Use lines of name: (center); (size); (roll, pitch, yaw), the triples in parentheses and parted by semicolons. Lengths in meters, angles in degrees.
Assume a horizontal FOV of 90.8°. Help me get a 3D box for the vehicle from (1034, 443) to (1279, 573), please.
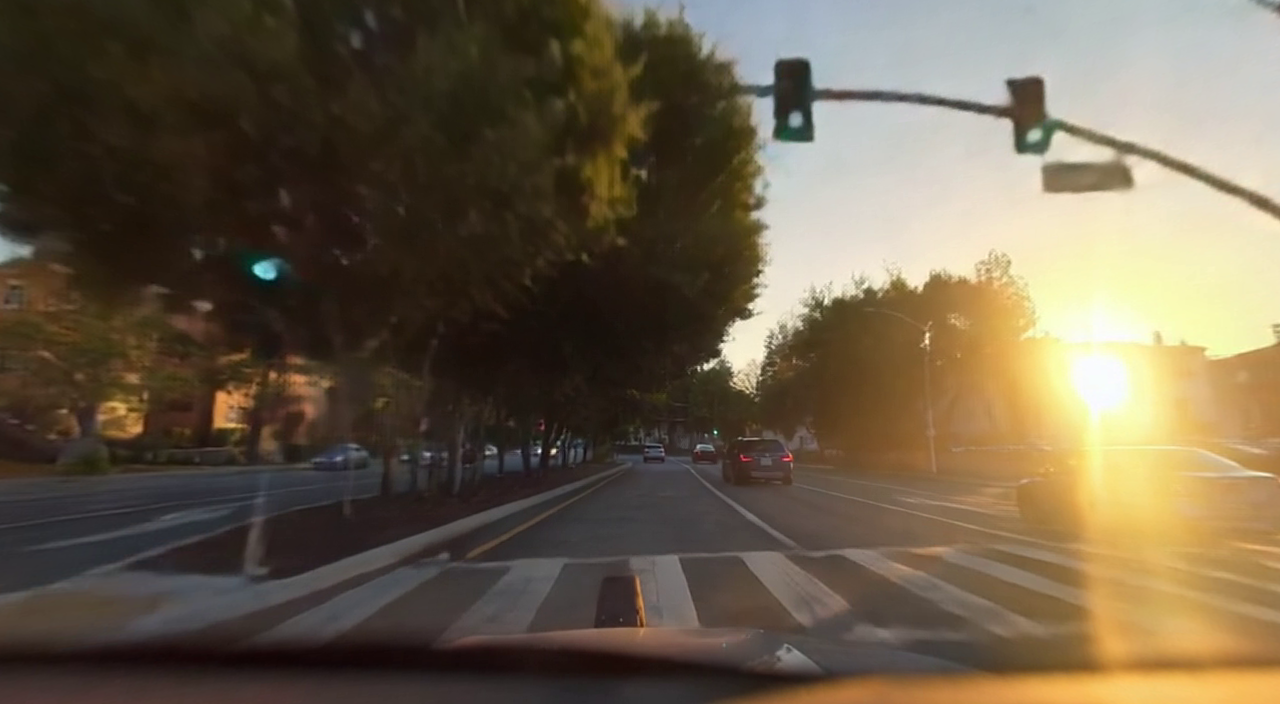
vehicle: (8.257, 2.127, 9.489); (1.949, 1.492, 4.103); (0, -8, -1)

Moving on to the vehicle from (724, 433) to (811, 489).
vehicle: (4.530, 3.955, 23.269); (2.209, 1.813, 4.724); (0, -8, 0)

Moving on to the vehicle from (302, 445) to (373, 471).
vehicle: (-18.318, 6.414, 38.529); (1.865, 1.499, 4.789); (0, -8, 2)

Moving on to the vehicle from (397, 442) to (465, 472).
vehicle: (-11.377, 5.735, 34.735); (2.046, 1.485, 4.591); (0, -8, 2)

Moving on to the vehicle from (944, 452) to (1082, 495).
vehicle: (14.699, 4.771, 25.322); (2.040, 1.472, 4.846); (2, -8, -10)

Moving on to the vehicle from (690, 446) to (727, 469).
vehicle: (4.538, 7.063, 42.550); (2.064, 1.474, 4.389); (0, -8, 1)
